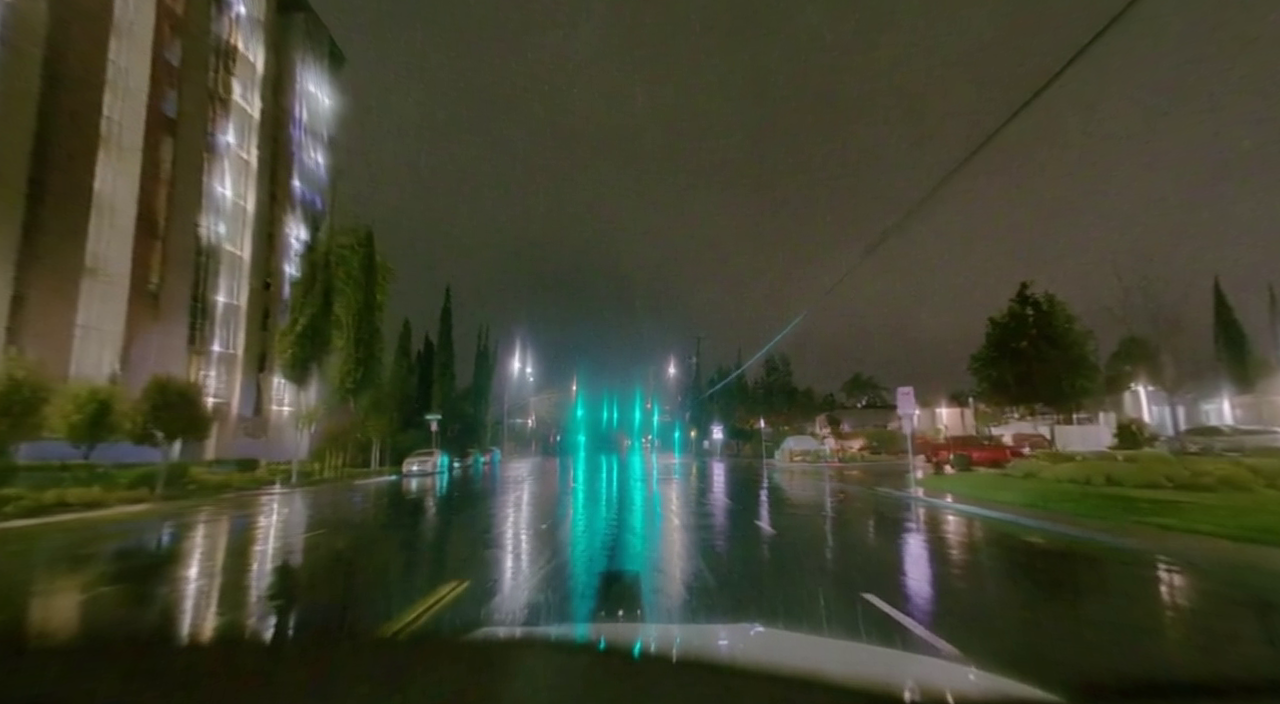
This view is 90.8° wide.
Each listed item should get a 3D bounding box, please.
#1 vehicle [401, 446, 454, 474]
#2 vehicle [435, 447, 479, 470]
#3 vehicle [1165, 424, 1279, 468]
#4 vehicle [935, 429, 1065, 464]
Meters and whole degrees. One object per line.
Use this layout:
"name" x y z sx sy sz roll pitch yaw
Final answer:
"vehicle" -13.317 6.750 39.822 1.851 1.645 4.152 -1 -8 1
"vehicle" -13.158 7.663 45.652 1.871 1.503 4.407 -2 -8 0
"vehicle" 24.954 3.843 25.941 4.861 1.684 2.014 -1 -8 1
"vehicle" 18.614 4.922 32.832 5.466 1.734 1.999 -1 -9 1
